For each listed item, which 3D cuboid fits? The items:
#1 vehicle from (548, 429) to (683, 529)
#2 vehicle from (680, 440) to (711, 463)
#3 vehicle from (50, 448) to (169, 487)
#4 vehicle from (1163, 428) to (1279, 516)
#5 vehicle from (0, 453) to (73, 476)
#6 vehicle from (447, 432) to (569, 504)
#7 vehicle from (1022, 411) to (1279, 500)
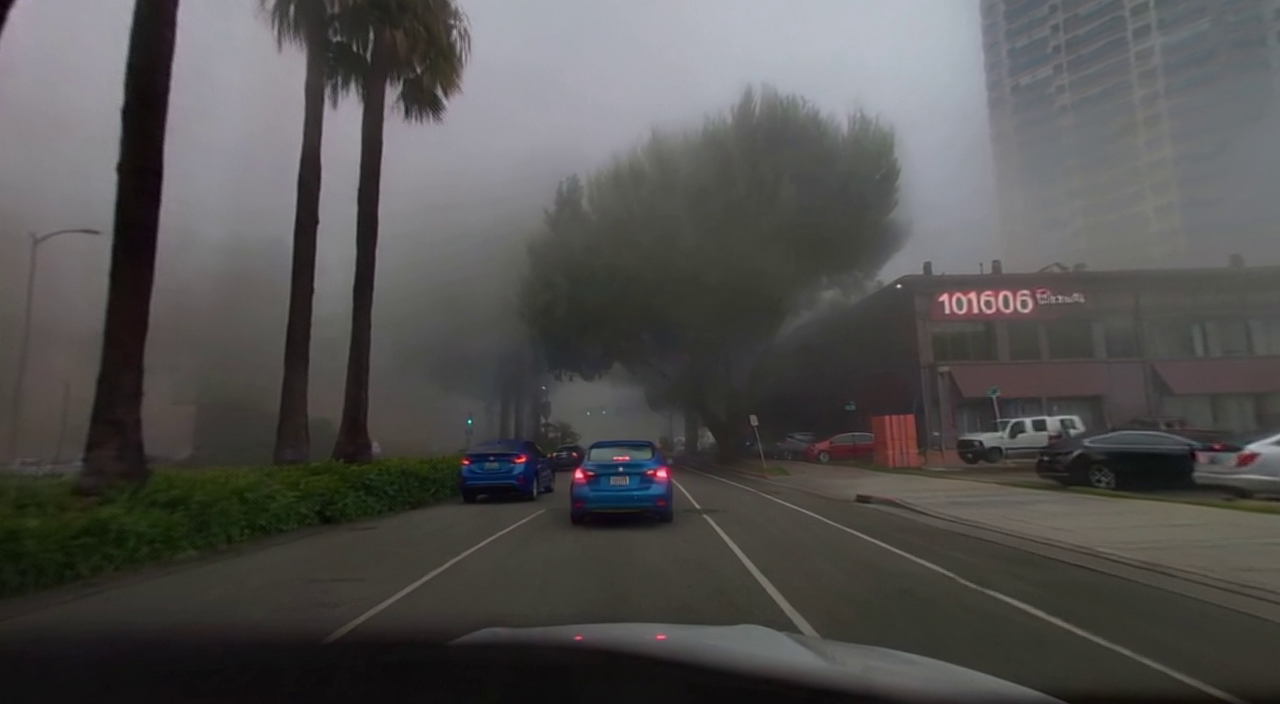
[{"bbox_3d":[-0.355,2.182,11.355,2.004,1.465,3.713,0,-9,0],"label":"vehicle"},{"bbox_3d":[4.272,7.725,49.262,2.039,1.701,4.223,0,-9,0],"label":"vehicle"},{"bbox_3d":[-23.550,5.099,28.247,1.819,1.587,3.963,0,-9,0],"label":"vehicle"},{"bbox_3d":[13.418,2.237,12.327,4.749,1.522,1.905,-1,-9,-3],"label":"vehicle"},{"bbox_3d":[-42.162,7.711,43.494,4.309,1.484,1.884,0,-8,-1],"label":"vehicle"},{"bbox_3d":[-3.129,2.861,16.018,2.071,1.544,4.383,0,-8,1],"label":"vehicle"},{"bbox_3d":[12.631,2.479,15.365,5.188,1.805,2.228,-2,-8,-3],"label":"vehicle"}]
